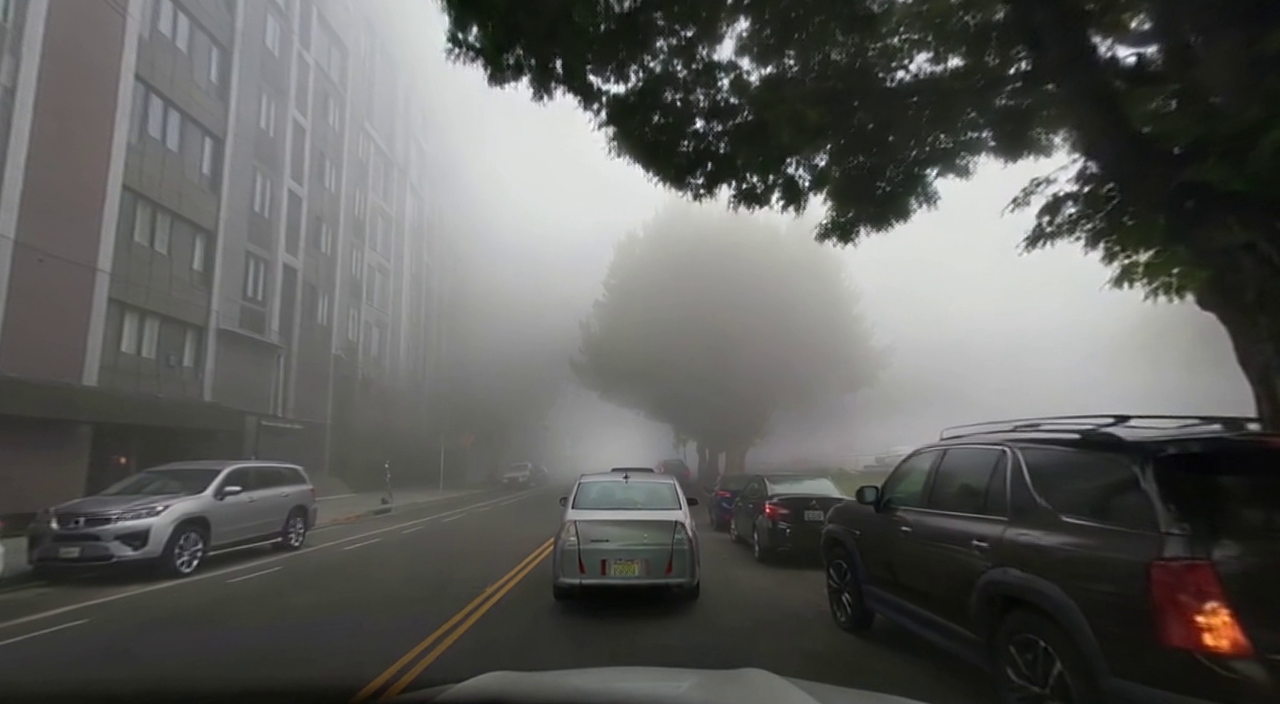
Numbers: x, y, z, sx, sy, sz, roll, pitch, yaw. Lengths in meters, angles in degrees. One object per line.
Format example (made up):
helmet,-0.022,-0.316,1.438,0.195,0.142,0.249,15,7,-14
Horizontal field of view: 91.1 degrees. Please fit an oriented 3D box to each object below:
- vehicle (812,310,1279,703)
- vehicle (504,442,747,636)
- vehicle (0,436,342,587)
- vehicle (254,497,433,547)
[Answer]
vehicle,2.728,1.216,4.246,1.868,1.920,4.501,1,-10,0
vehicle,-0.109,1.907,7.163,2.018,1.583,3.646,1,-10,0
vehicle,-6.807,2.420,9.961,1.994,1.701,4.520,-3,-12,-1
vehicle,-7.033,4.142,15.626,2.223,0.774,4.789,1,-10,-1
